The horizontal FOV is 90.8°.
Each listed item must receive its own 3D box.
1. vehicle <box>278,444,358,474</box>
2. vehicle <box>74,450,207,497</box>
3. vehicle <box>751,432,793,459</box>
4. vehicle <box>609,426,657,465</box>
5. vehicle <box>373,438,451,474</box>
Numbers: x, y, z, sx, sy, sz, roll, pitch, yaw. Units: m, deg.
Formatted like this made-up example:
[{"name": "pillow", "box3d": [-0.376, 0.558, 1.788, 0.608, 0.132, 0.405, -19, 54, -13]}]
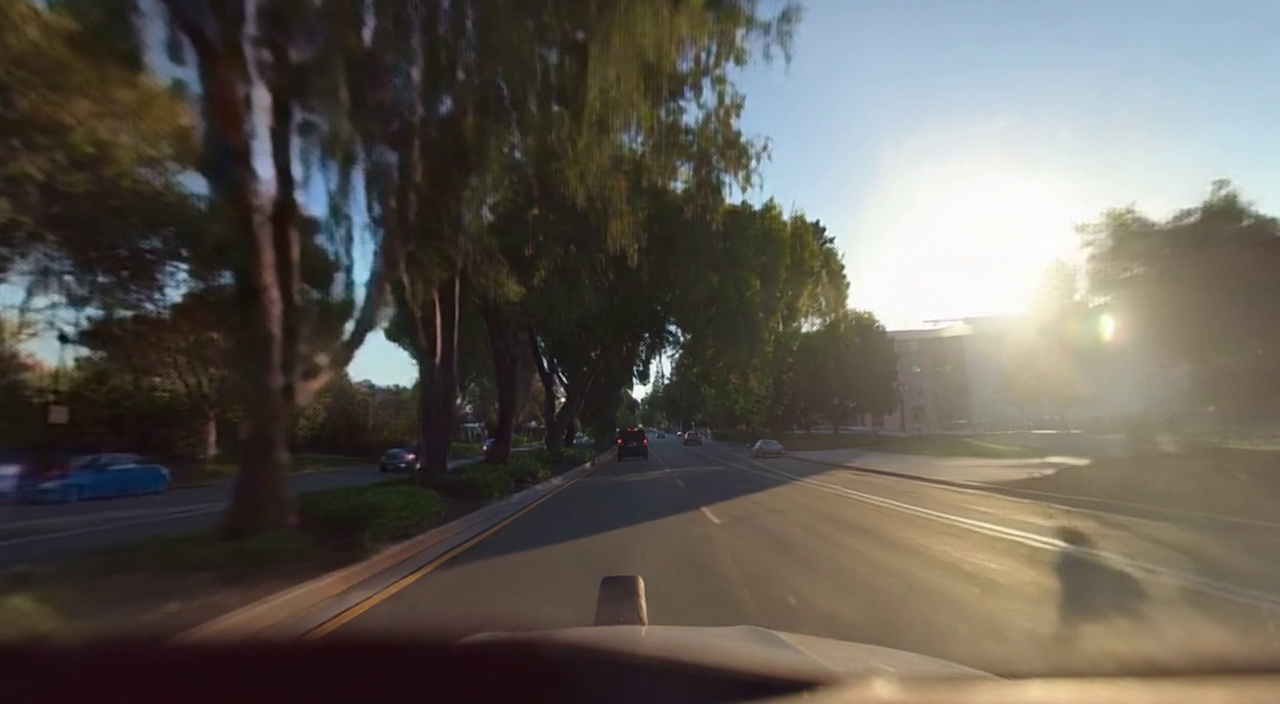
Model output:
[{"name": "vehicle", "box3d": [-18.022, 5.970, 35.591, 2.003, 1.533, 4.691, 0, -8, 0]}, {"name": "vehicle", "box3d": [-17.810, 4.295, 22.759, 1.773, 1.510, 3.608, 0, -8, 0]}, {"name": "vehicle", "box3d": [9.418, 6.721, 45.430, 2.364, 1.781, 4.854, -1, -9, 5]}, {"name": "vehicle", "box3d": [-0.381, 5.134, 34.661, 2.411, 1.937, 5.186, 0, -8, -1]}, {"name": "vehicle", "box3d": [-10.859, 4.970, 30.487, 1.979, 1.605, 4.550, 0, -8, 1]}]
